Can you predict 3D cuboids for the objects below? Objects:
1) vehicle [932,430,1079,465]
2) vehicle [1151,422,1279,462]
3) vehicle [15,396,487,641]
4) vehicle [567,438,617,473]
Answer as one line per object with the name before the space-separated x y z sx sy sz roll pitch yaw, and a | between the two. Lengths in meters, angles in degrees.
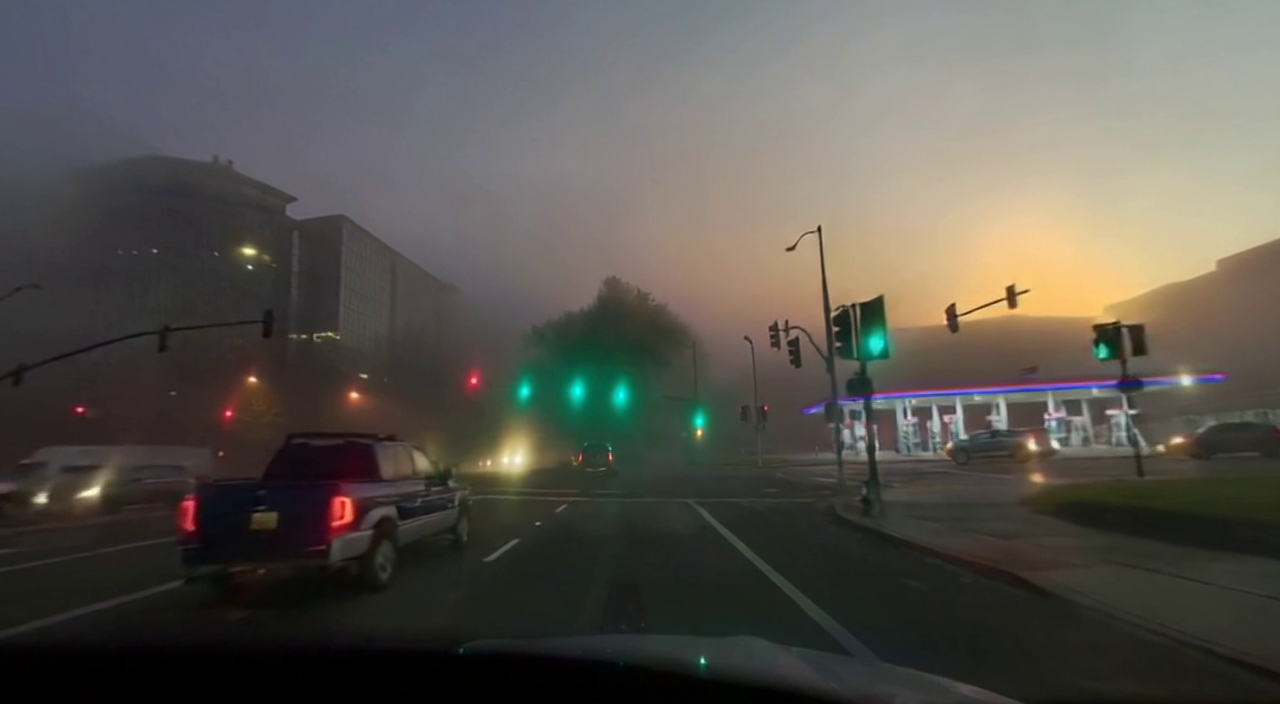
vehicle | 17.285 4.566 30.187 5.708 1.585 2.070 -3 -9 18
vehicle | 25.519 3.900 27.371 4.700 1.579 1.823 -4 -8 19
vehicle | -3.312 1.504 6.732 2.183 1.731 4.338 0 -8 1
vehicle | -2.984 6.638 40.679 2.602 2.091 6.347 0 -8 1
